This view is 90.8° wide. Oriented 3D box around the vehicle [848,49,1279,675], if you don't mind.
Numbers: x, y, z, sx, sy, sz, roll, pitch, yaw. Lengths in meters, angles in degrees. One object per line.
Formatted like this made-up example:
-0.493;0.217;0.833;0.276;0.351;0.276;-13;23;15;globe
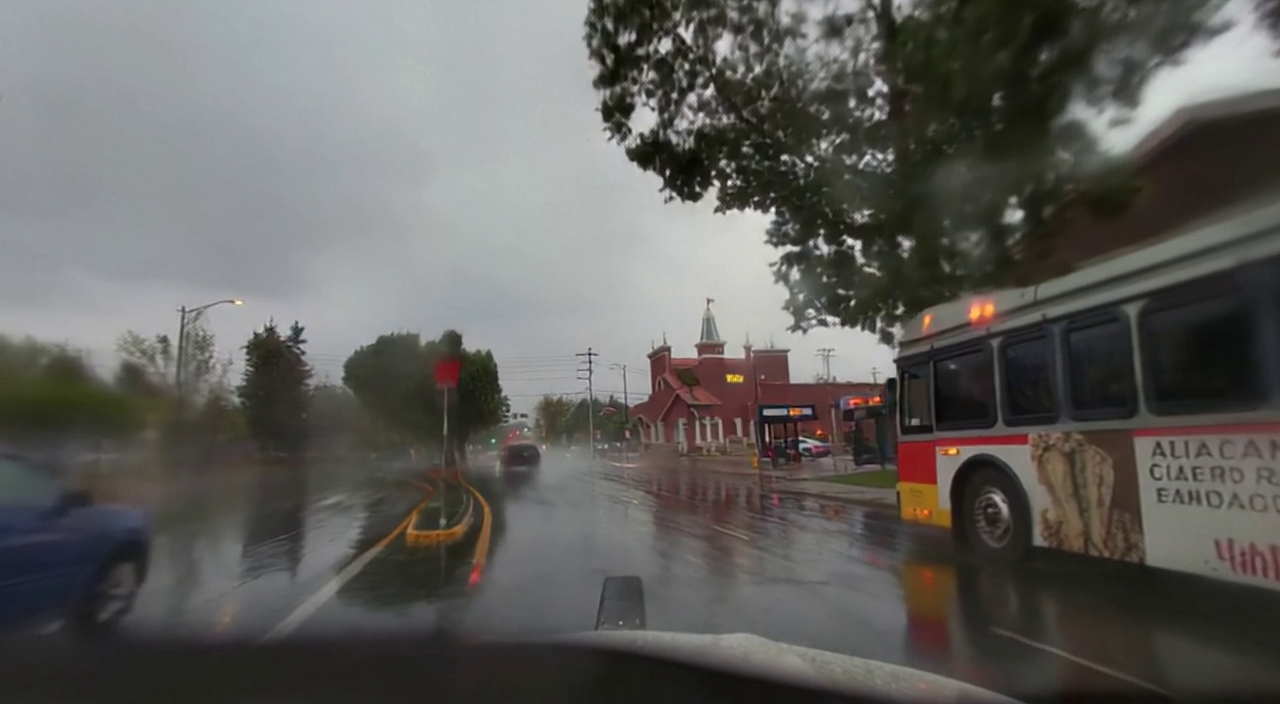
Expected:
5.073;-0.093;2.526;3.028;3.353;12.630;1;-9;-6;vehicle

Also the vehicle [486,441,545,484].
-5.341;4.619;26.725;2.032;1.621;4.082;2;-9;-17;vehicle

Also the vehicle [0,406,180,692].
-4.631;1.089;3.287;2.060;1.624;4.179;2;-9;-13;vehicle
